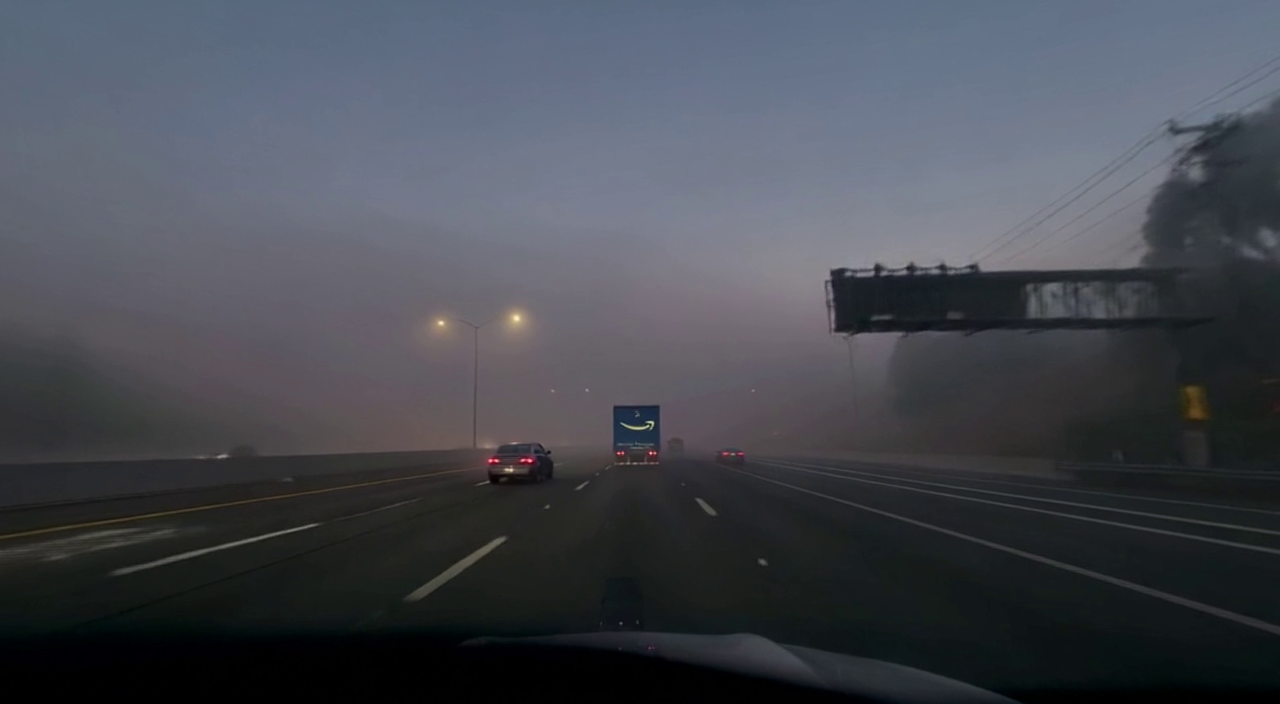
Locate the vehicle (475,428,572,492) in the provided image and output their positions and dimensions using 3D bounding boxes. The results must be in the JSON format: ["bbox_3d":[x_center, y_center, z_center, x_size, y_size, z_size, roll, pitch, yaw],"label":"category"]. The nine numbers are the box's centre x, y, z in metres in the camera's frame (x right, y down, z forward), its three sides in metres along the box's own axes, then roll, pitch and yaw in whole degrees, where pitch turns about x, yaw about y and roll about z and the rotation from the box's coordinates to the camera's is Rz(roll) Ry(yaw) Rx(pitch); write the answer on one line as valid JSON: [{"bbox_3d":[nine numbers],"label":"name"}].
[{"bbox_3d":[-3.384,3.244,19.201,2.095,1.688,4.188,0,-9,1],"label":"vehicle"}]

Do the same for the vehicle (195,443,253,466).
[{"bbox_3d":[-29.229,7.179,44.340,1.592,1.450,3.673,-2,-7,0],"label":"vehicle"}]

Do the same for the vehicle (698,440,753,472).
[{"bbox_3d":[4.228,5.241,31.885,1.970,1.499,4.491,1,-9,-2],"label":"vehicle"}]

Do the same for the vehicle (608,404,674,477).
[{"bbox_3d":[0.036,3.768,26.663,2.456,2.705,6.251,0,-9,0],"label":"vehicle"}]
